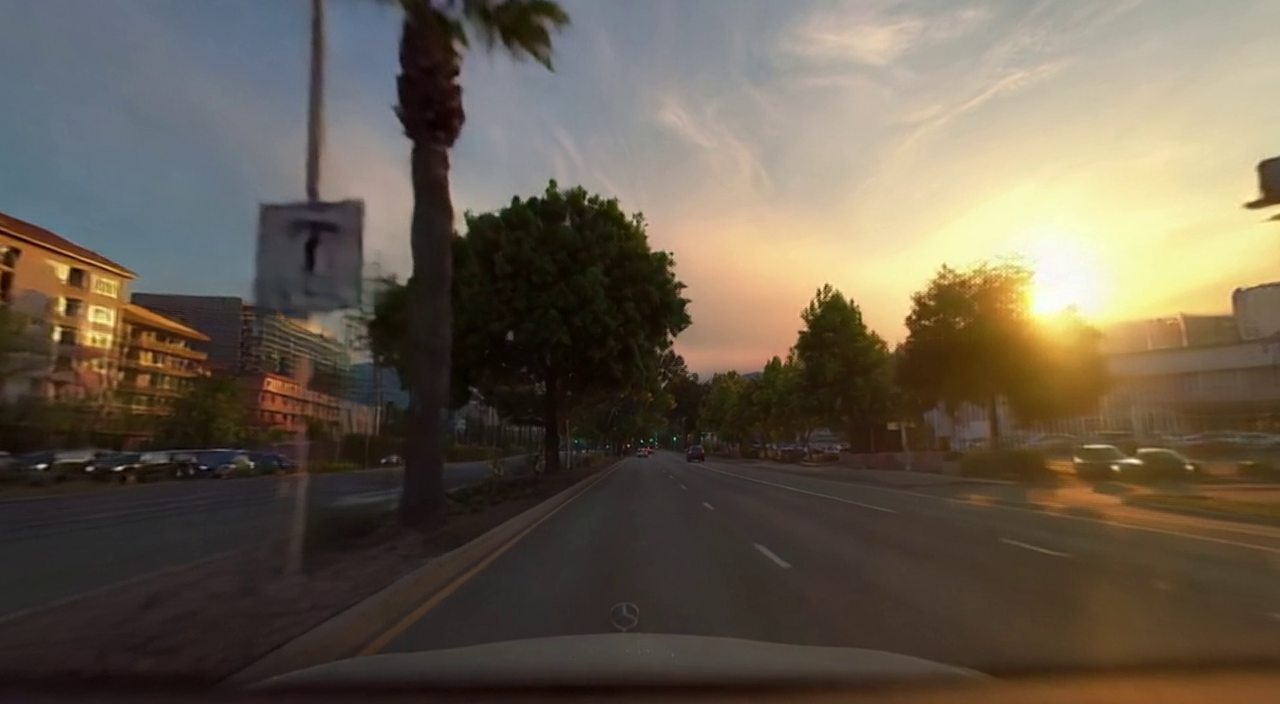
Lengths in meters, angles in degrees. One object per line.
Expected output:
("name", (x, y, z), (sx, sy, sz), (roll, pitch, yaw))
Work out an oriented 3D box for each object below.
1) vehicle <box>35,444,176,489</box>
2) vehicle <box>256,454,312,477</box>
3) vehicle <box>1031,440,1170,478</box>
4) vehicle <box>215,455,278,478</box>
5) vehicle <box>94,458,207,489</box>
("vehicle", (-28.489, 6.084, 33.964), (2.333, 2.153, 6.030), (0, -9, -1))
("vehicle", (-26.570, 8.458, 47.114), (1.914, 1.581, 4.486), (-1, -10, -5))
("vehicle", (20.291, 4.732, 27.854), (4.472, 1.521, 2.090), (-1, -10, -2))
("vehicle", (-29.085, 8.441, 46.643), (1.883, 1.575, 4.314), (-1, -10, -1))
("vehicle", (-25.652, 6.386, 33.228), (1.970, 1.446, 4.674), (-3, -10, 4))
